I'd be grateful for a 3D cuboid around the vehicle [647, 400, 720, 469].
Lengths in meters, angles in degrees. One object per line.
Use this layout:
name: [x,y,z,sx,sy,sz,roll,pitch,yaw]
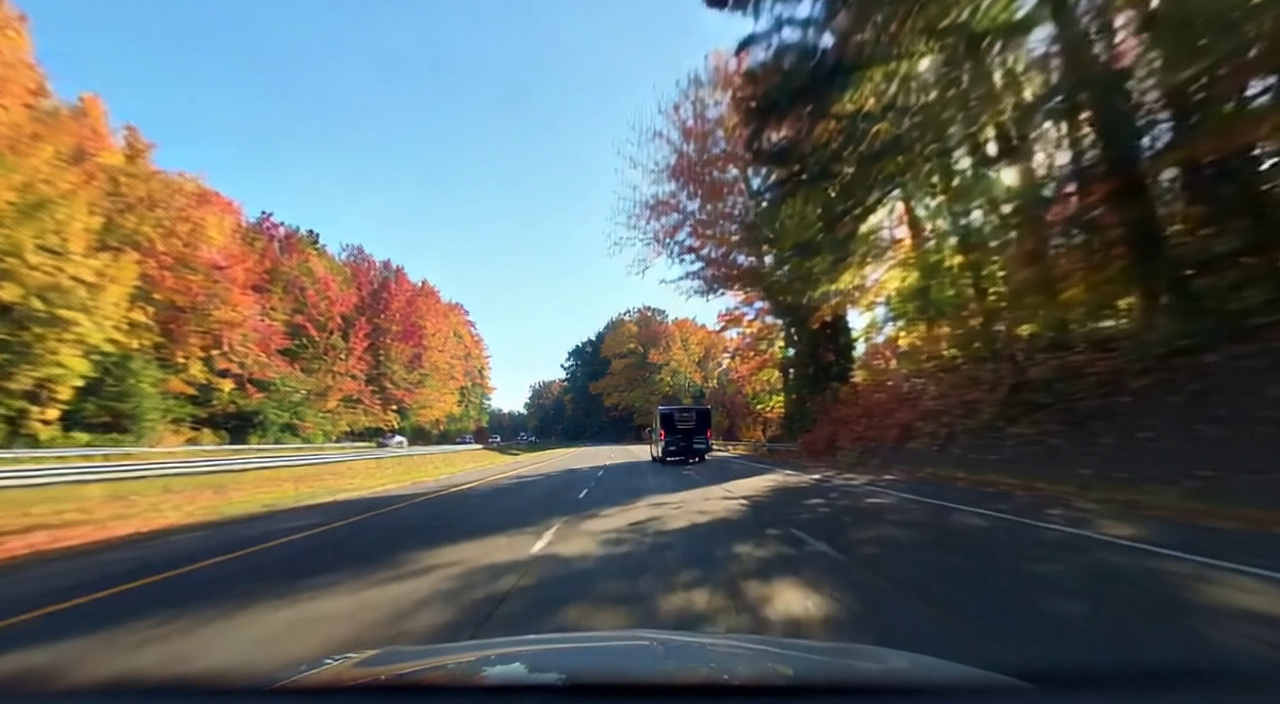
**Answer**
vehicle: [1.865,3.934,30.058,2.815,2.876,7.101,0,-8,-1]
